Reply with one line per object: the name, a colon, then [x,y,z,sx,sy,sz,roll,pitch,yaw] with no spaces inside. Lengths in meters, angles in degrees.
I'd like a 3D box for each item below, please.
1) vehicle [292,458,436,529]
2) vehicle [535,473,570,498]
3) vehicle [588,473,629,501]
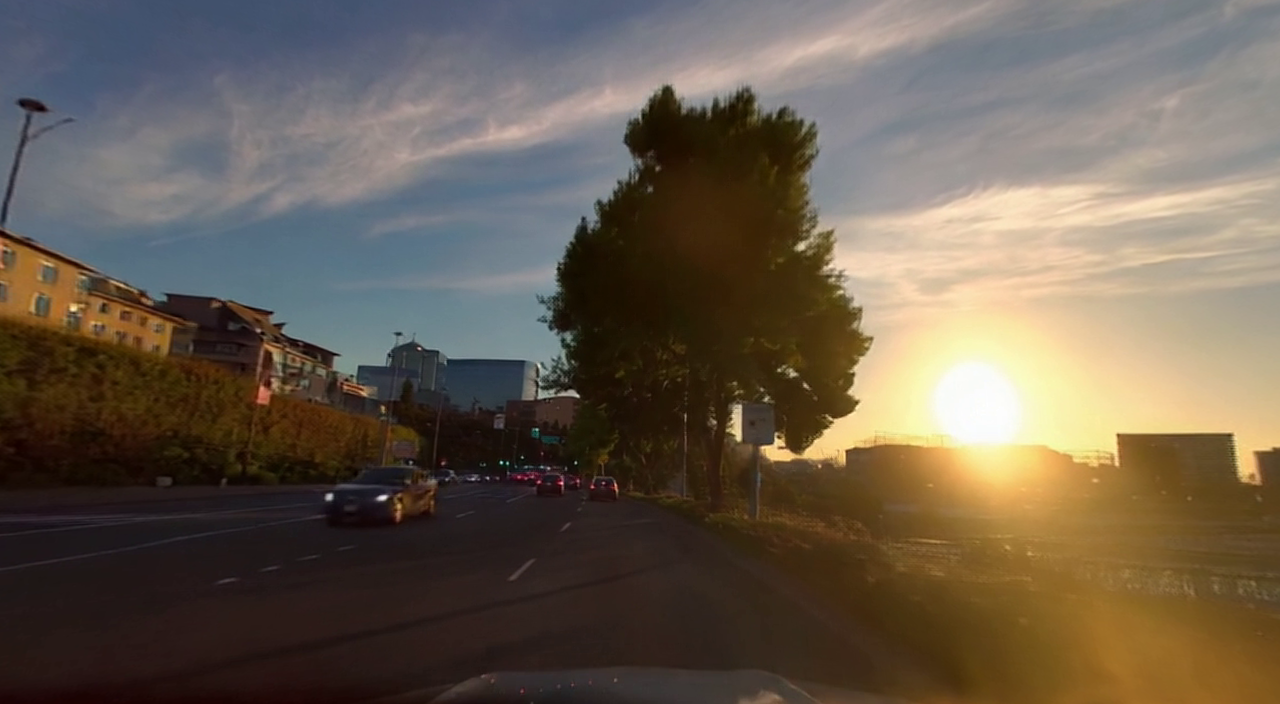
vehicle: [-7.023,3.644,16.630,2.016,1.573,4.259,2,-11,-3]
vehicle: [-5.593,8.601,40.831,2.030,1.441,4.806,2,-11,-6]
vehicle: [-1.936,7.949,37.260,2.129,1.471,4.258,2,-11,-6]
